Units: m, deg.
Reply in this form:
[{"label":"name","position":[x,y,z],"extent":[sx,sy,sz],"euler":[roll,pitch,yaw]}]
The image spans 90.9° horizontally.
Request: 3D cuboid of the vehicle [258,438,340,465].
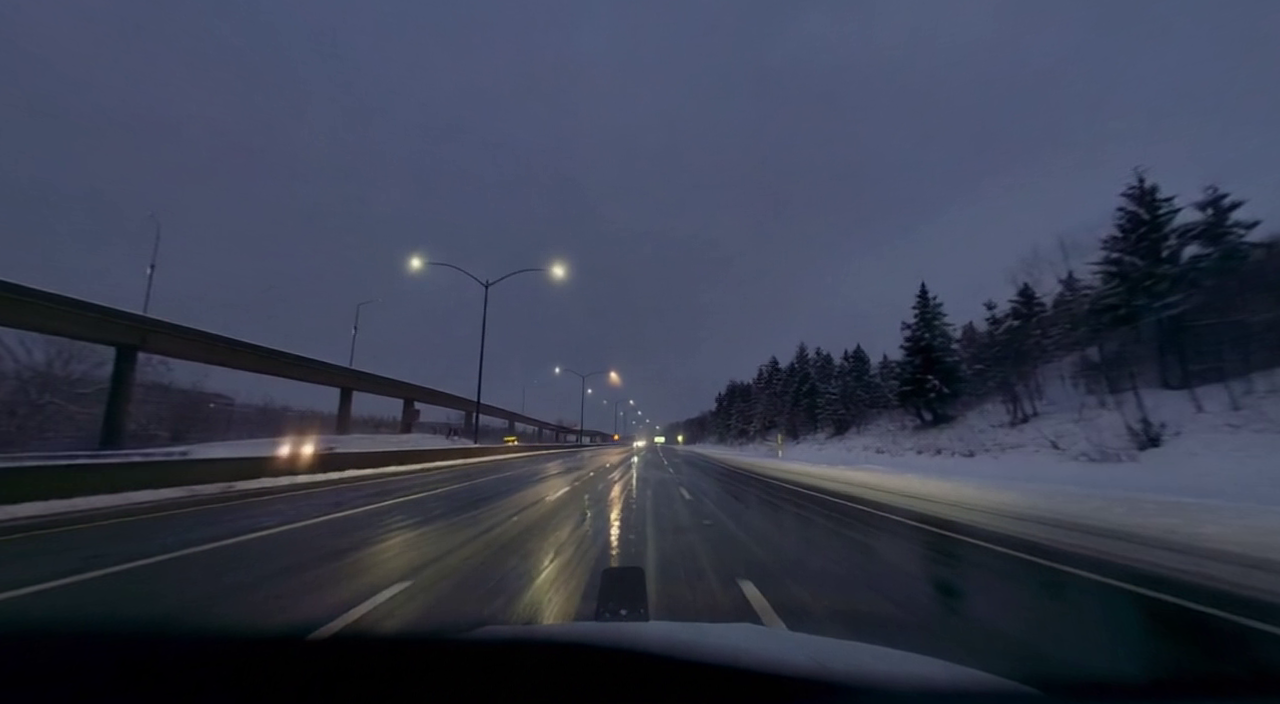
[{"label":"vehicle","position":[-19.892,5.832,37.074],"extent":[2.045,1.465,4.739],"euler":[-1,-8,2]}]
